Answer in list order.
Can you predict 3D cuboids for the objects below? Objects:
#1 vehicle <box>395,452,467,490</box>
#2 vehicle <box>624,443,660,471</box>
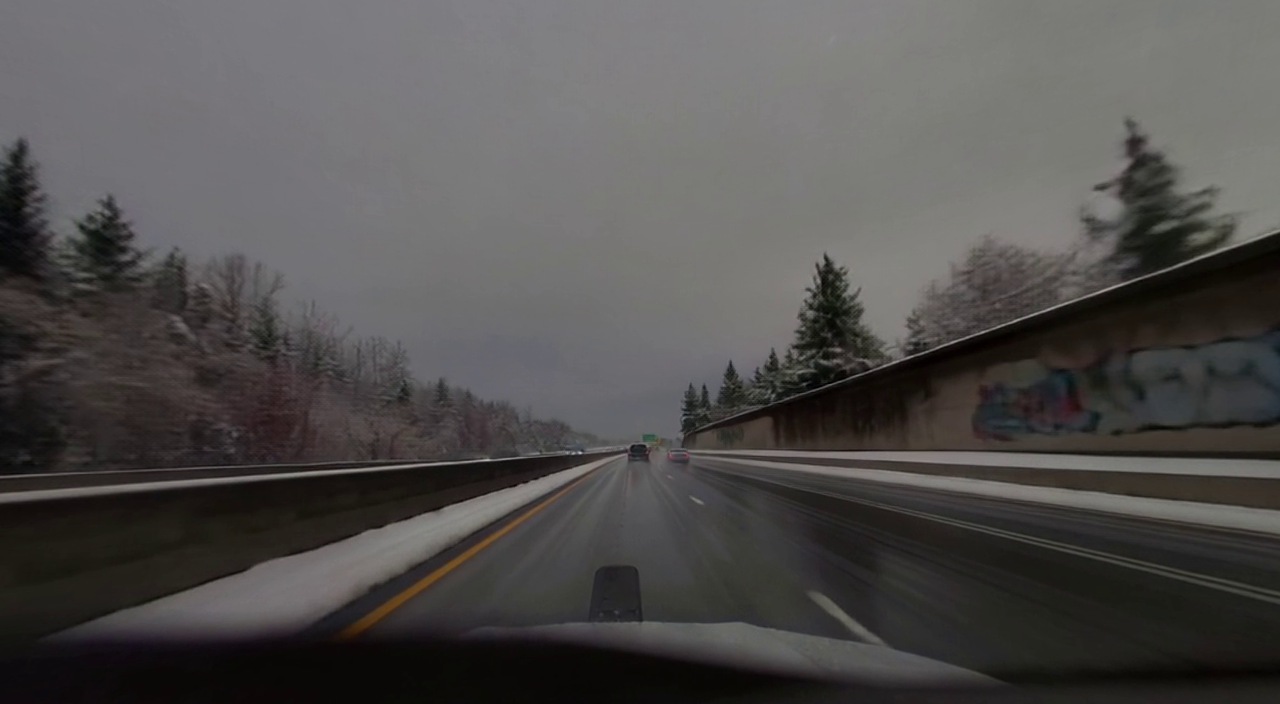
[{"bbox_3d":[-9.343,5.316,28.327,1.894,1.513,4.009,0,-9,0],"label":"vehicle"},{"bbox_3d":[0.103,6.553,39.340,2.095,1.671,4.219,0,-9,-1],"label":"vehicle"}]
